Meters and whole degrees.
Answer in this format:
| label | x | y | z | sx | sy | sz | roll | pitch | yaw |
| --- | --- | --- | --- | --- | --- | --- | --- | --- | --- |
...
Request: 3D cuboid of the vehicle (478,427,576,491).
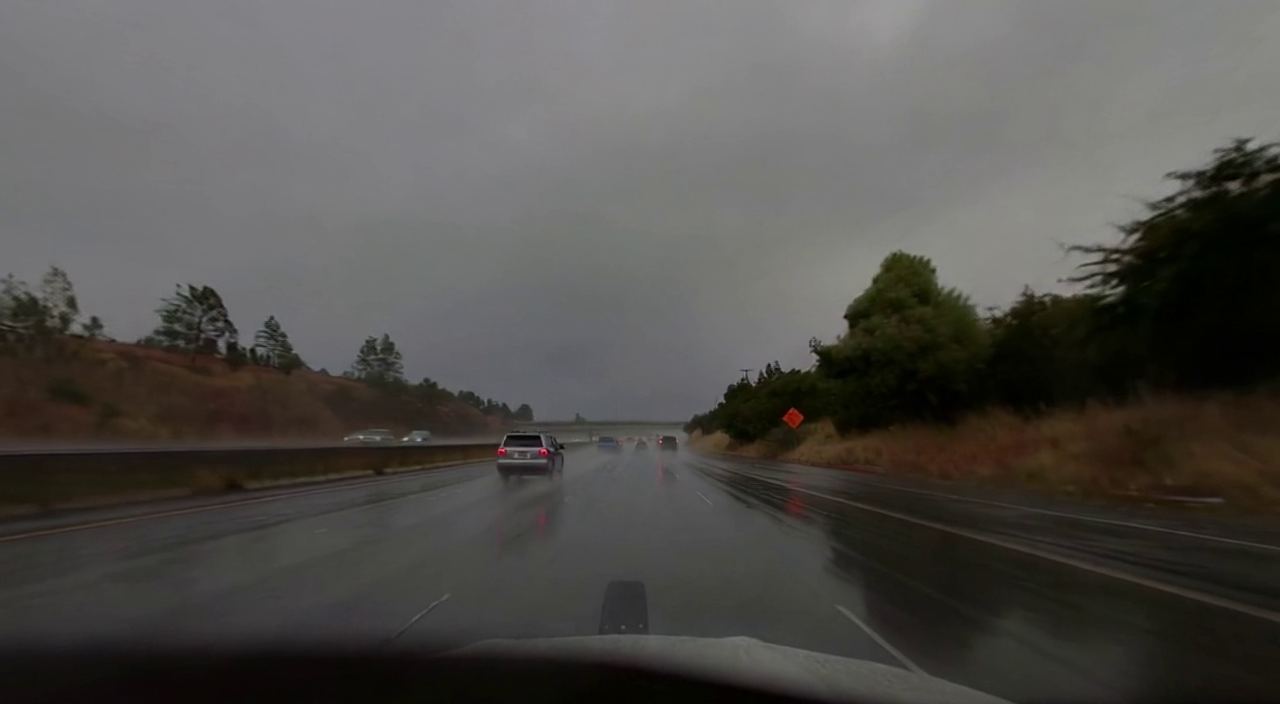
| label | x | y | z | sx | sy | sz | roll | pitch | yaw |
| --- | --- | --- | --- | --- | --- | --- | --- | --- | --- |
| vehicle | -3.541 | 3.489 | 20.829 | 2.218 | 1.848 | 4.789 | 0 | -9 | 1 |
